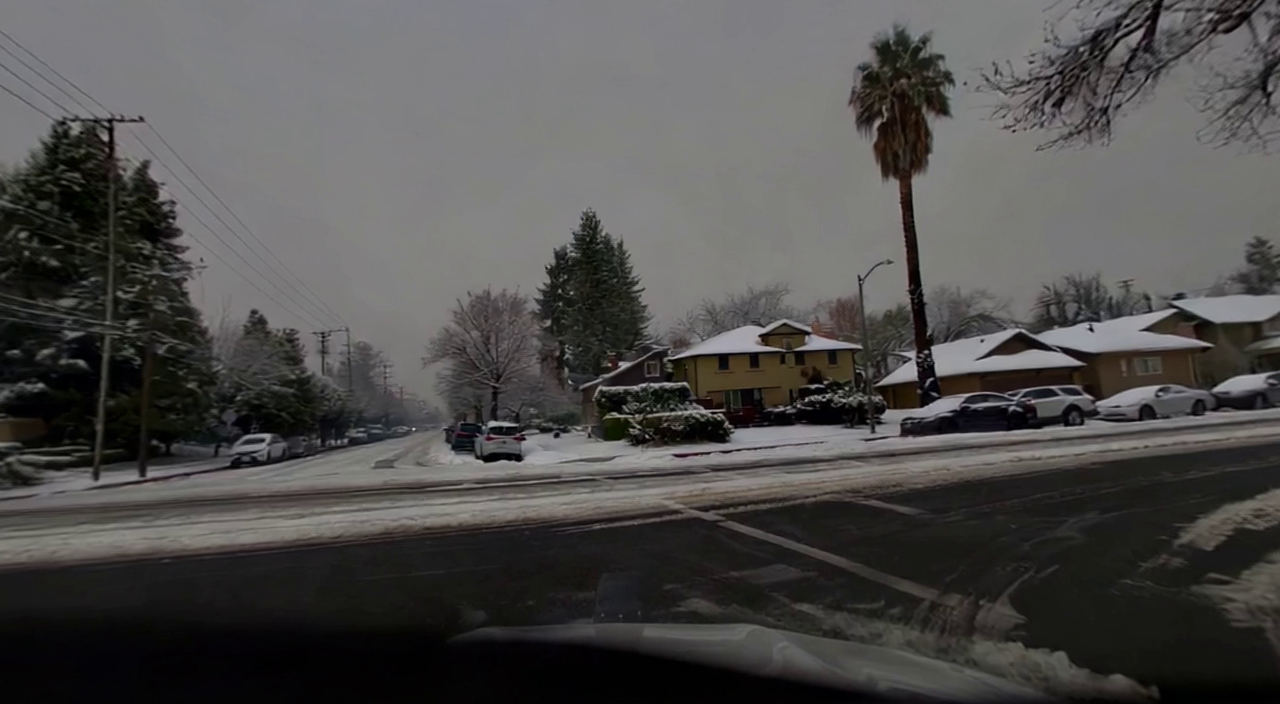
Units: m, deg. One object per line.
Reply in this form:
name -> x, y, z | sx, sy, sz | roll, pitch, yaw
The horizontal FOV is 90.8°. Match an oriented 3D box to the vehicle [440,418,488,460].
vehicle -> -9.122, 4.530, 32.784 | 2.154, 2.035, 4.261 | 2, -9, -16

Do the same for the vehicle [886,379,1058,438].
vehicle -> 11.389, 2.097, 22.103 | 1.998, 1.752, 4.866 | 5, -10, -32

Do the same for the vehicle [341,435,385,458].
vehicle -> -19.279, 6.585, 44.155 | 2.071, 1.538, 4.428 | 2, -9, -14

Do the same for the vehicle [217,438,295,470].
vehicle -> -19.650, 5.229, 32.578 | 2.118, 1.526, 4.727 | 2, -9, -15

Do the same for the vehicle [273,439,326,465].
vehicle -> -21.243, 6.231, 39.538 | 1.795, 1.463, 4.382 | 2, -9, -14

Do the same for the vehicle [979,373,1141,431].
vehicle -> 14.916, 1.893, 22.688 | 1.995, 1.772, 4.273 | 5, -10, -30
